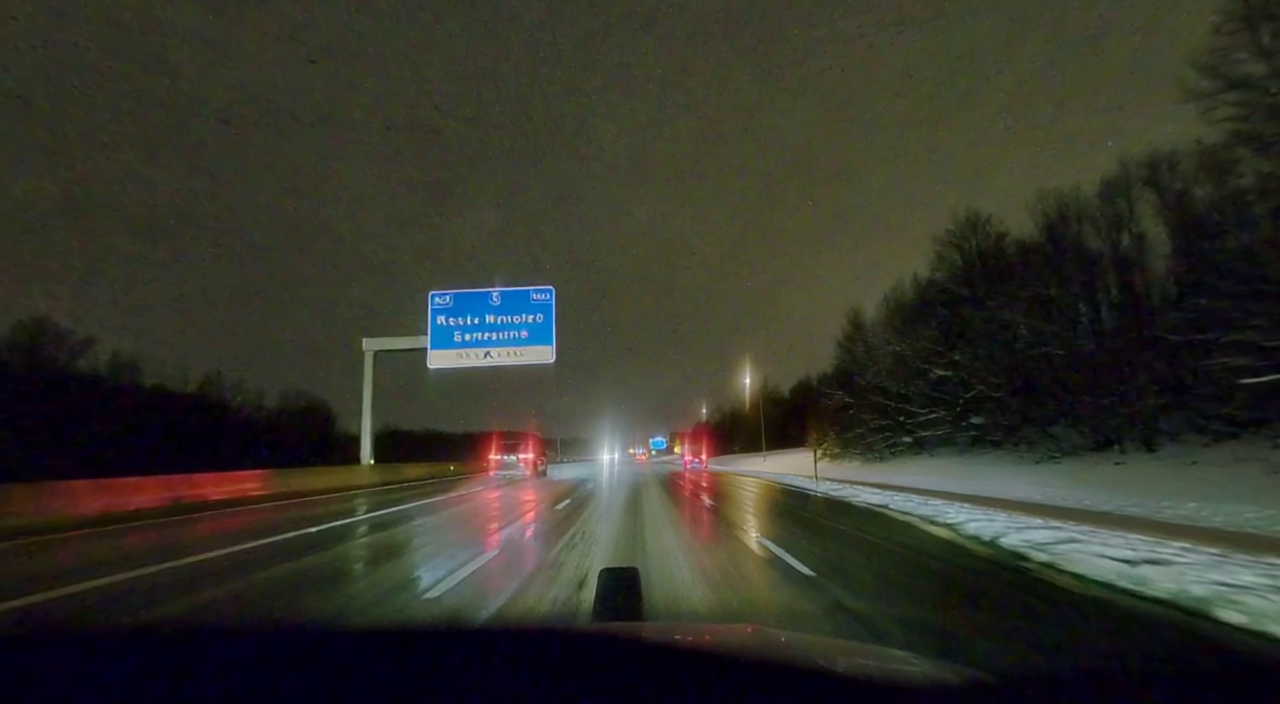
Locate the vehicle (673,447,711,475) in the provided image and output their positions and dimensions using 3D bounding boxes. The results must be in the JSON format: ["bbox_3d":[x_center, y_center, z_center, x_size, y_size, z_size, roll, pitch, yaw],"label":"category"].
[{"bbox_3d":[3.386,7.173,41.888,2.133,1.746,4.511,0,-9,0],"label":"vehicle"}]

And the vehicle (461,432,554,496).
[{"bbox_3d":[-4.564,3.955,22.596,2.278,2.054,4.498,0,-9,1],"label":"vehicle"}]
